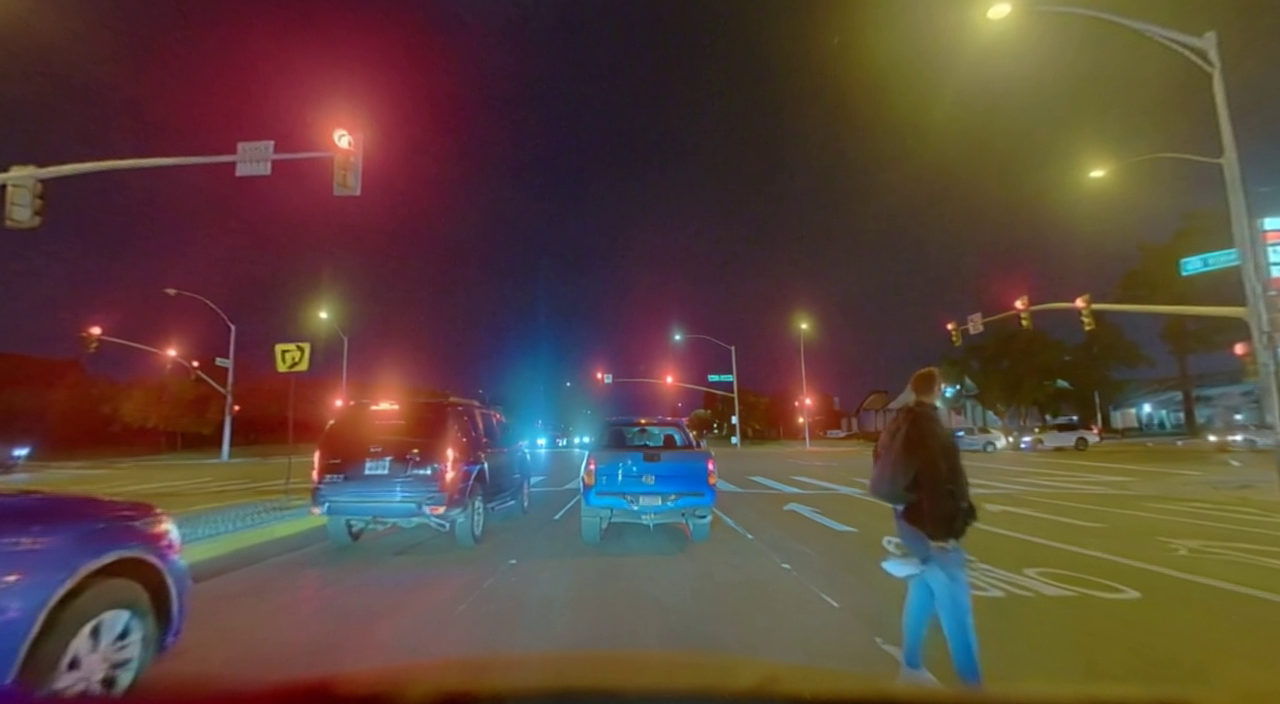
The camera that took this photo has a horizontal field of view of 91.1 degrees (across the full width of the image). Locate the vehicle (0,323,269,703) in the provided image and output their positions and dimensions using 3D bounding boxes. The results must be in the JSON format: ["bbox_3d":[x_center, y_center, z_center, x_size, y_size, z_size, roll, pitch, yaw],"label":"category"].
[{"bbox_3d":[-3.339,0.654,1.593,2.006,1.707,4.448,0,-8,1],"label":"vehicle"}]

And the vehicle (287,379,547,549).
[{"bbox_3d":[-2.897,1.627,9.632,2.220,1.926,4.870,0,-8,-1],"label":"vehicle"}]

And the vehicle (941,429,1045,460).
[{"bbox_3d":[19.448,5.112,34.716,4.624,1.601,1.871,1,-8,-3],"label":"vehicle"}]

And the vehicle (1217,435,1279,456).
[{"bbox_3d":[44.935,6.770,45.534,4.396,1.479,1.778,1,-8,-2],"label":"vehicle"}]

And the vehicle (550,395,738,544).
[{"bbox_3d":[-0.005,1.722,9.784,2.204,1.738,4.690,0,-8,-1],"label":"vehicle"}]

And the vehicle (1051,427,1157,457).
[{"bbox_3d":[28.088,5.477,38.133,4.849,1.759,2.041,1,-8,-3],"label":"vehicle"}]
